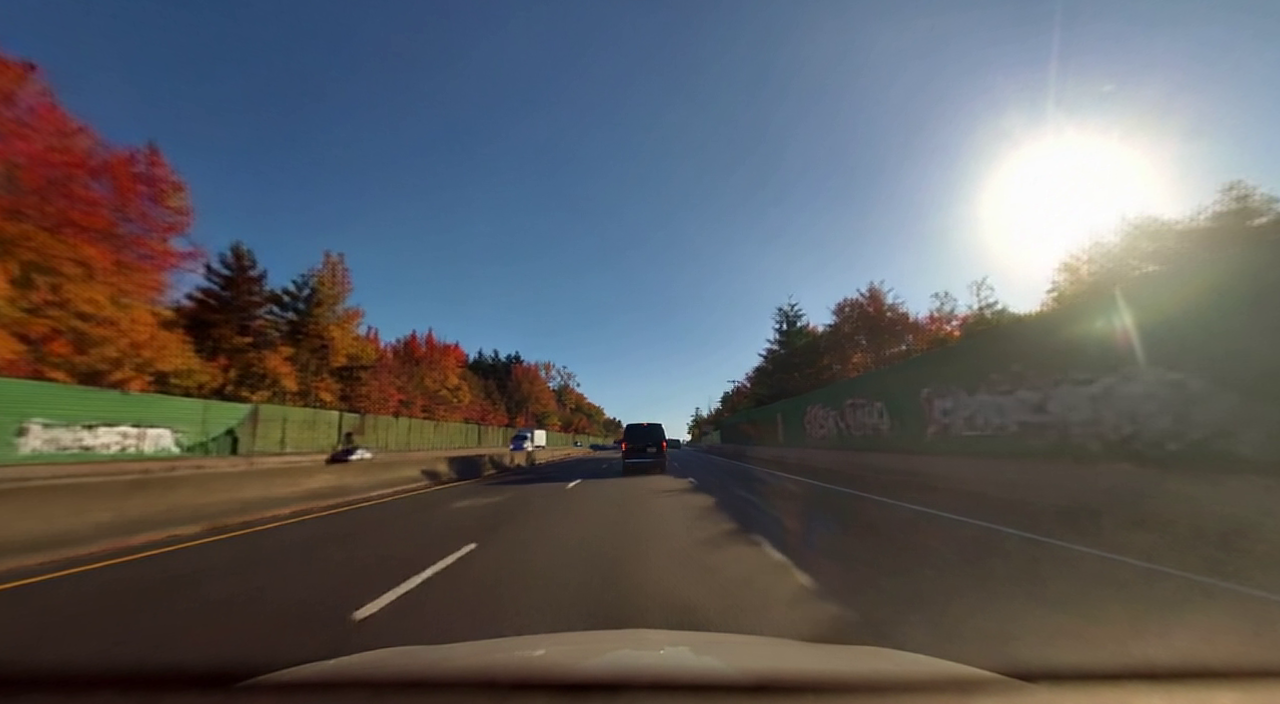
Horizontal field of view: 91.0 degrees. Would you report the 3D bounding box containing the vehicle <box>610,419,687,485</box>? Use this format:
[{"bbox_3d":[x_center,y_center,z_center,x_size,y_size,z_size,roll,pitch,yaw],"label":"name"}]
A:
[{"bbox_3d":[0.242,3.318,21.066,2.283,1.956,4.421,0,-8,0],"label":"vehicle"}]

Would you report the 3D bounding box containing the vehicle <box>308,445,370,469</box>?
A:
[{"bbox_3d":[-20.833,7.252,43.736,1.866,1.534,4.784,0,-8,1],"label":"vehicle"}]
